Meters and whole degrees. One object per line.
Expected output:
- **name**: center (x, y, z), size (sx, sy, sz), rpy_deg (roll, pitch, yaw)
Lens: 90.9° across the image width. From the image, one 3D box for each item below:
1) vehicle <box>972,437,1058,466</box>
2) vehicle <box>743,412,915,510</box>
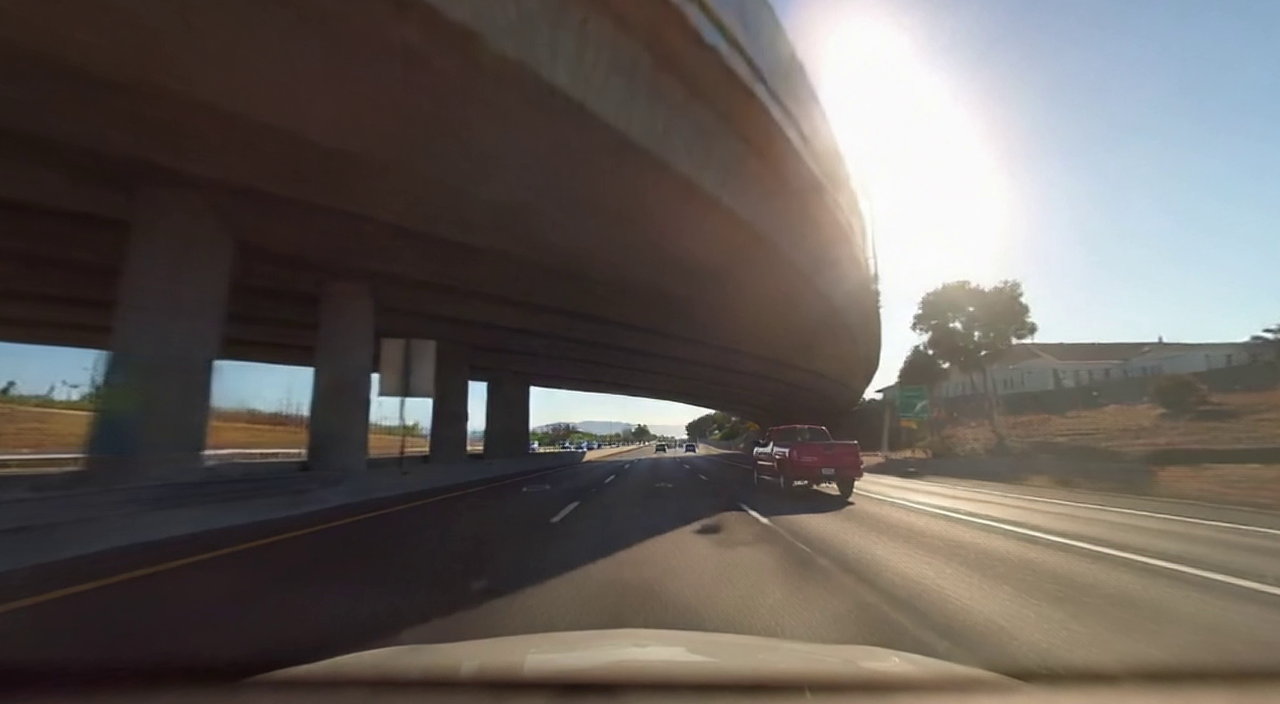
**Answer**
- **vehicle**: center (22.000, 5.842, 37.237), size (1.911, 1.577, 4.477), rpy_deg (1, -9, -8)
- **vehicle**: center (4.380, 2.675, 15.932), size (2.505, 2.020, 5.532), rpy_deg (0, -8, -1)
